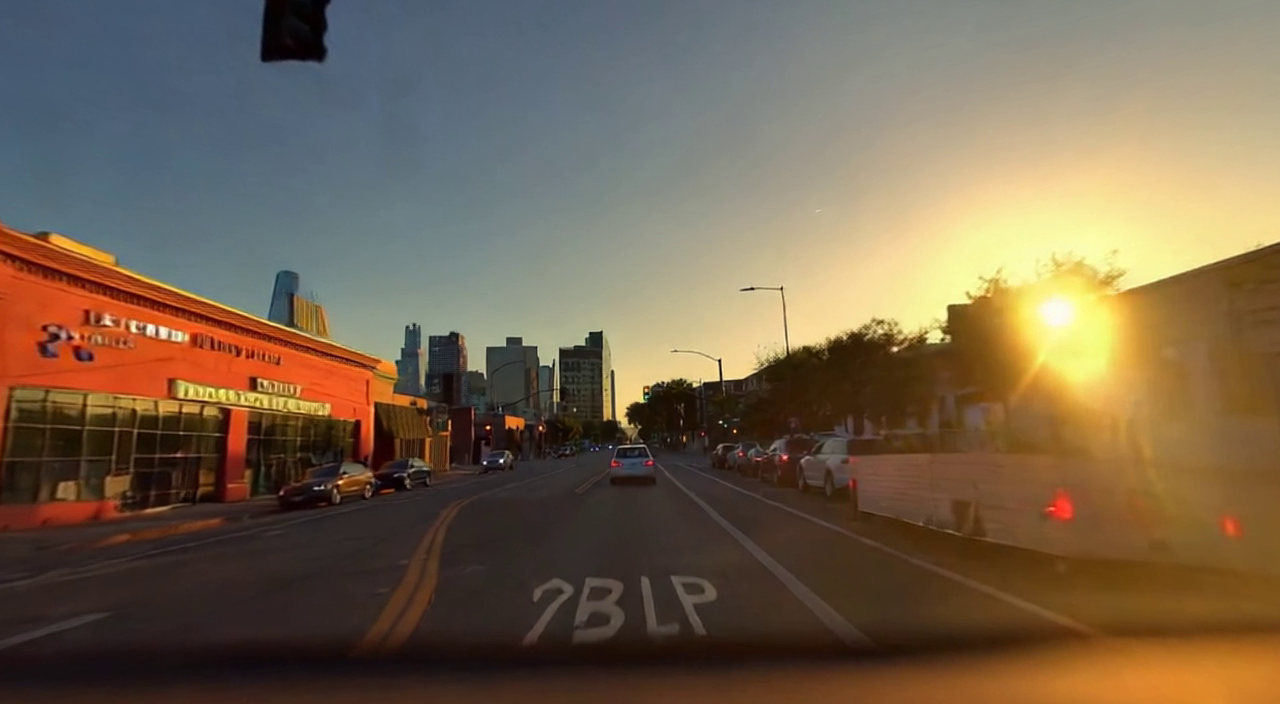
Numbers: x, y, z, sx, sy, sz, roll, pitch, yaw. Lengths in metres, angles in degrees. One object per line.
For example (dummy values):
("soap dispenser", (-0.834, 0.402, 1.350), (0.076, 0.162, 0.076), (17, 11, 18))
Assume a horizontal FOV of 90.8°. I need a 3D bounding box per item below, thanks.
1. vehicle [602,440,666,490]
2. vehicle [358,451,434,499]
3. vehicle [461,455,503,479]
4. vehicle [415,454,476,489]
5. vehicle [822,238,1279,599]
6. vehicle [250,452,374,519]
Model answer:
("vehicle", (-0.217, 4.001, 22.703), (2.086, 1.575, 4.205), (0, -9, 0))
("vehicle", (-11.461, 5.772, 30.052), (1.872, 1.731, 4.656), (-4, -6, -2))
("vehicle", (-11.188, 8.126, 44.958), (1.868, 1.502, 4.626), (0, -9, -1))
("vehicle", (-11.196, 6.886, 36.658), (1.920, 1.498, 4.591), (-4, -6, 2))
("vehicle", (5.444, 1.127, 9.859), (2.893, 3.553, 7.295), (0, -9, -1))
("vehicle", (-11.305, 4.560, 22.148), (2.055, 1.685, 4.370), (-5, -6, -1))
